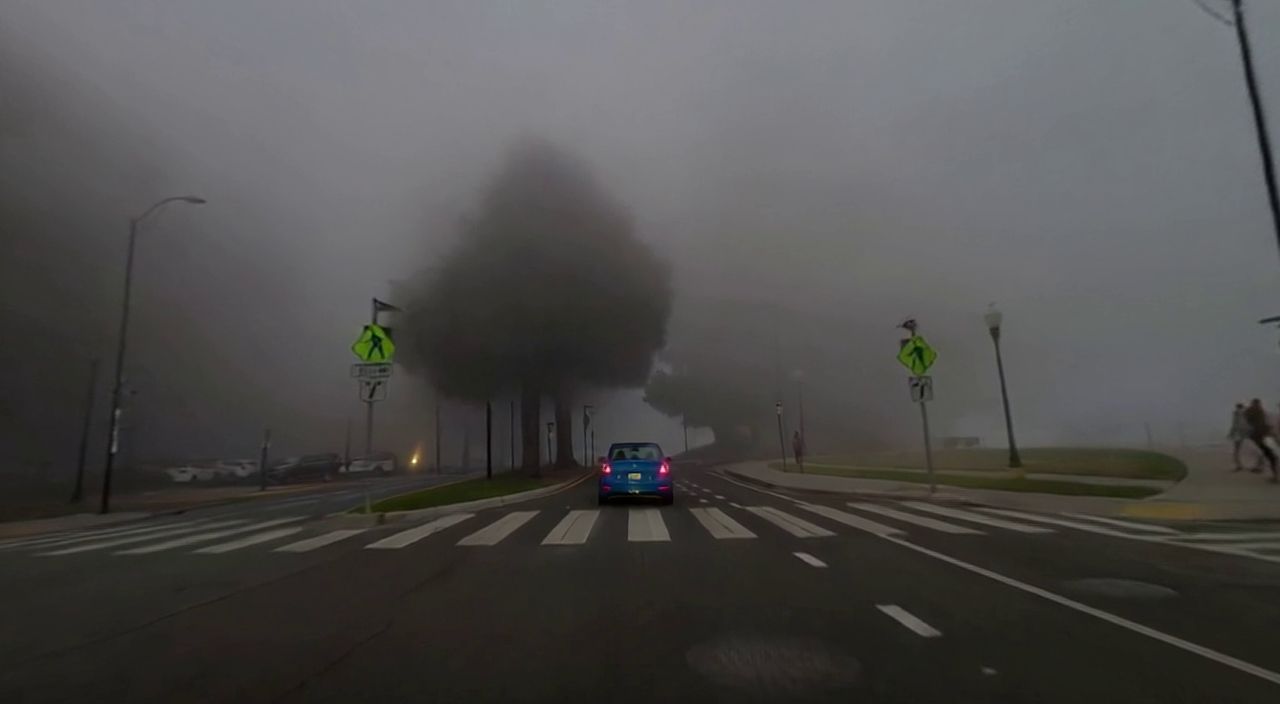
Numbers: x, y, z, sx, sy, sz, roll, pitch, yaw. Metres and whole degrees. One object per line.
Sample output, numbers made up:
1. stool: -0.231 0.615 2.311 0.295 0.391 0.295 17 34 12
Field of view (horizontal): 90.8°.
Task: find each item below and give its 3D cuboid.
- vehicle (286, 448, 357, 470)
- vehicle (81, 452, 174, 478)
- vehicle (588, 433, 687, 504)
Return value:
1. vehicle: -23.024 7.750 45.806 4.038 1.531 2.015 1 -9 -3
2. vehicle: -35.597 7.848 43.988 4.466 1.619 2.319 -1 -8 -1
3. vehicle: -0.122 2.940 16.406 2.221 1.570 4.398 0 -8 -2
